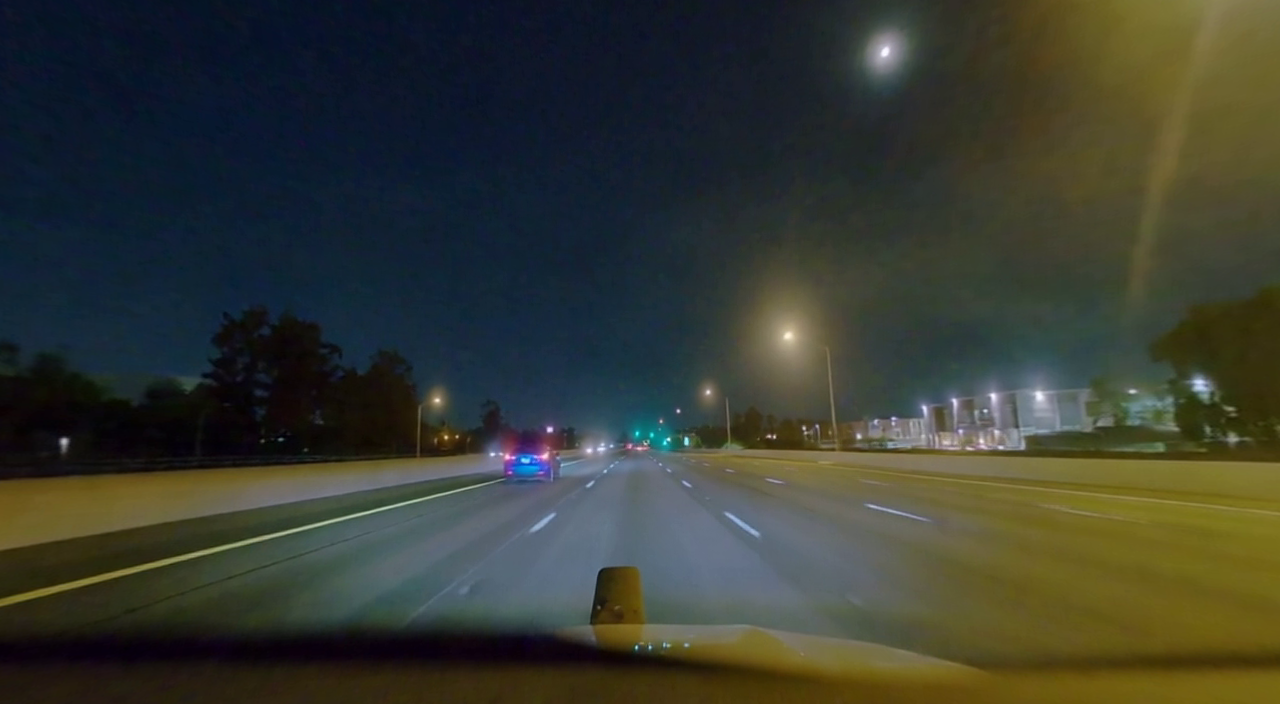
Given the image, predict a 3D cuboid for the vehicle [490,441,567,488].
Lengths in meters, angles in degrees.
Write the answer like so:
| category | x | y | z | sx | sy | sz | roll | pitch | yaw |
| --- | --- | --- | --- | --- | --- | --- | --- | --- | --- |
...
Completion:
| category | x | y | z | sx | sy | sz | roll | pitch | yaw |
| --- | --- | --- | --- | --- | --- | --- | --- | --- | --- |
| vehicle | -3.843 | 3.937 | 22.508 | 1.900 | 1.492 | 4.495 | 0 | -9 | 0 |
